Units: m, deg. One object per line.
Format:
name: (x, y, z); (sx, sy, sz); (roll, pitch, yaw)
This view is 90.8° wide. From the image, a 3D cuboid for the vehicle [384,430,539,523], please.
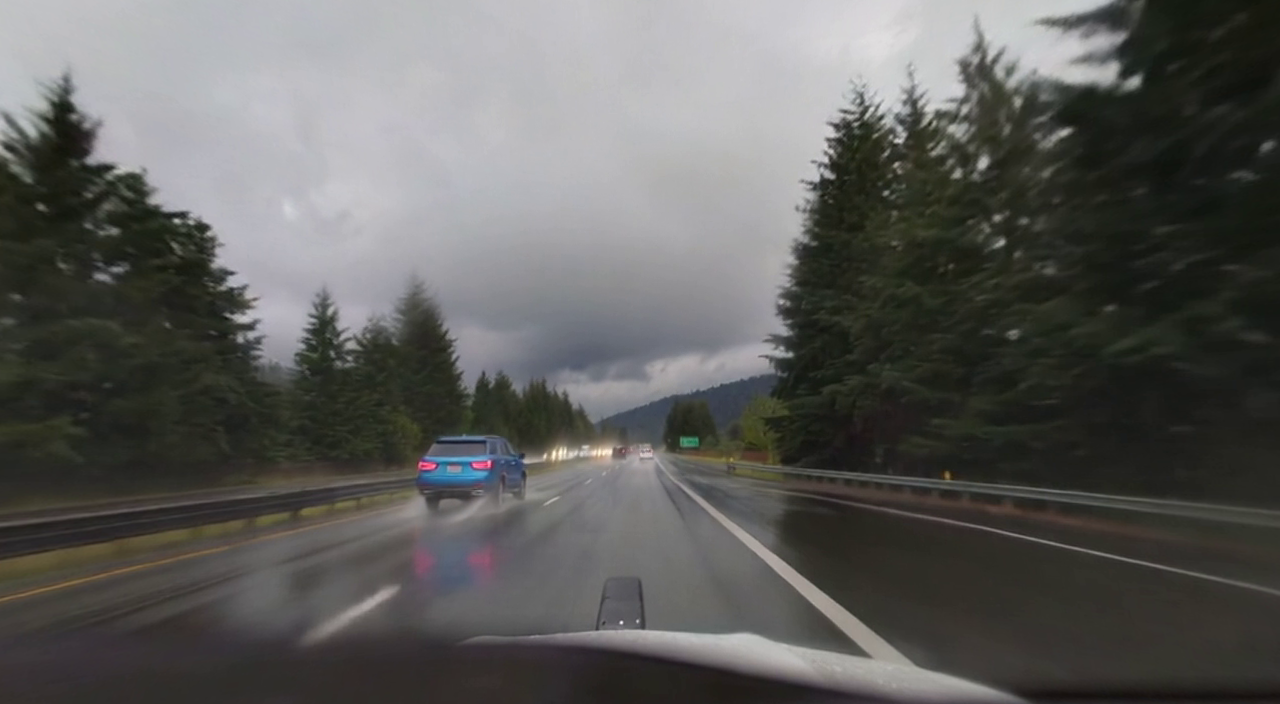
vehicle: (-3.760, 2.717, 14.321); (2.110, 1.727, 4.607); (0, -9, 1)
